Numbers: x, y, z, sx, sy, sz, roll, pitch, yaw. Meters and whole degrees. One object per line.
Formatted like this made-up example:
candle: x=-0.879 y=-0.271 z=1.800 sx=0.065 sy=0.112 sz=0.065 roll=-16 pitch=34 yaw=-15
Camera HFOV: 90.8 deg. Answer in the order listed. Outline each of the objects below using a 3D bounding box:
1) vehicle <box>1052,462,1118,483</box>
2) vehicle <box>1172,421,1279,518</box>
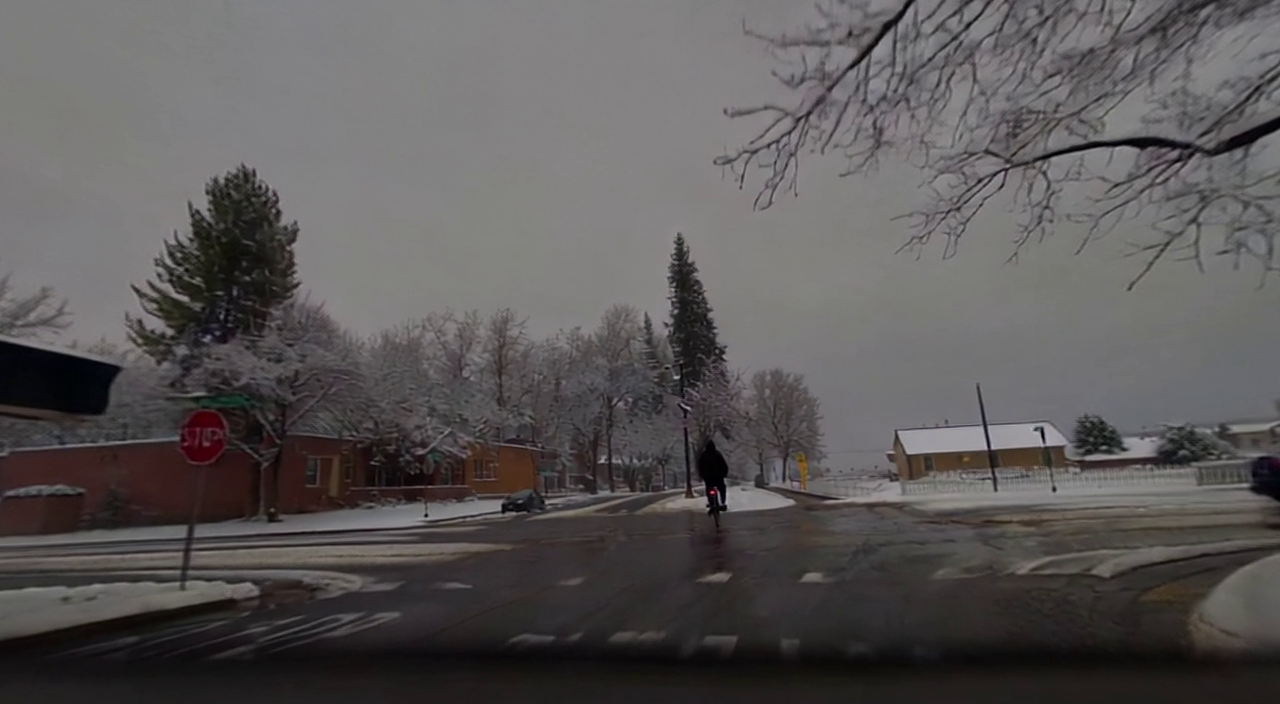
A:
vehicle: x=34.322 y=9.334 z=48.770 sx=3.794 sy=1.403 sz=1.636 roll=-2 pitch=-11 yaw=-1
vehicle: x=12.489 y=1.897 z=10.310 sx=5.323 sy=1.479 sz=2.112 roll=-2 pitch=-9 yaw=11
